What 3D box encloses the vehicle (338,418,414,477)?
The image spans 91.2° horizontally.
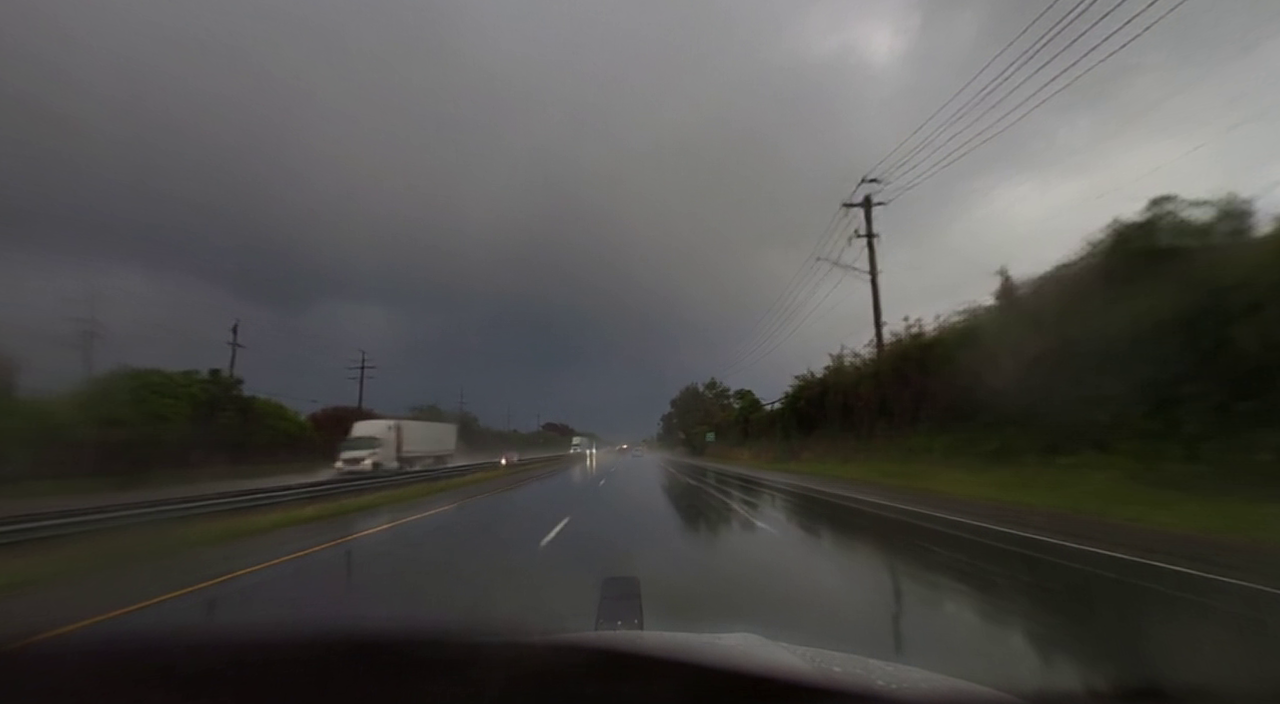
[{"bbox_3d":[-19.661,7.190,47.200,2.916,4.053,6.083,0,-9,1],"label":"vehicle"}]
